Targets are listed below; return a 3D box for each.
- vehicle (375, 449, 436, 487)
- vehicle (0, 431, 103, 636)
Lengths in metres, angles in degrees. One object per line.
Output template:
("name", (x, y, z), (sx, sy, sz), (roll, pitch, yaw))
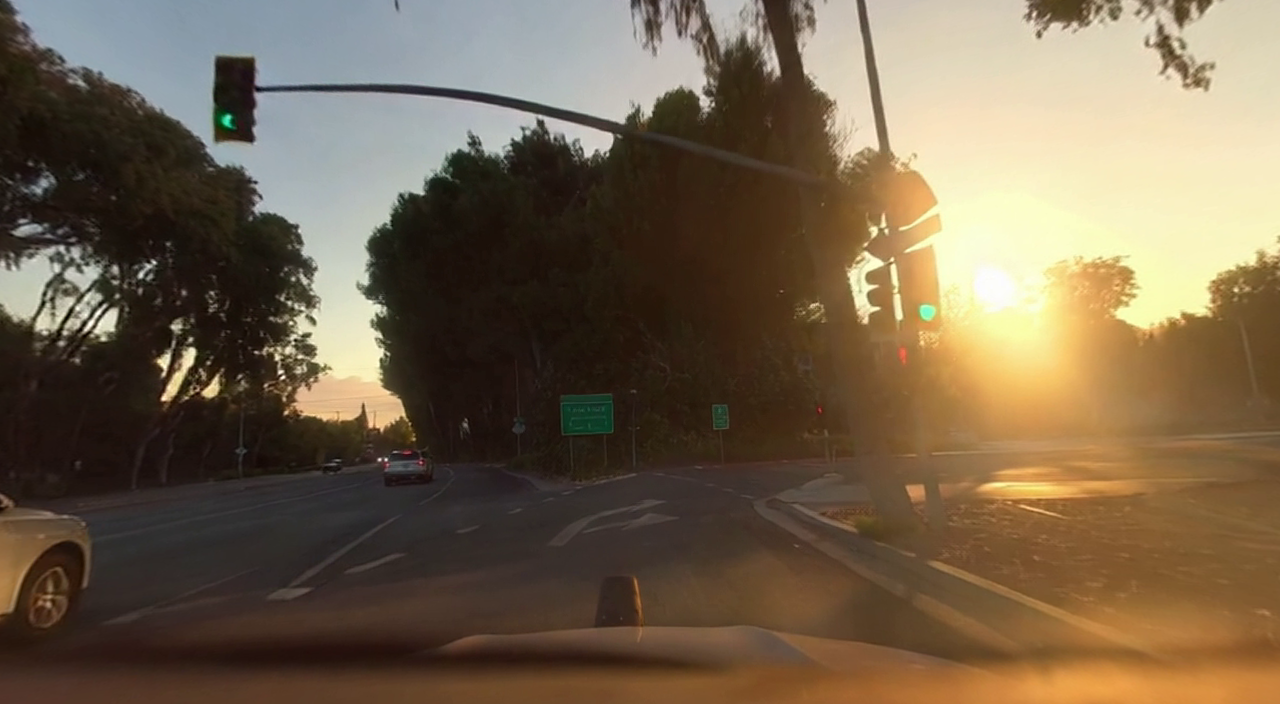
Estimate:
("vehicle", (-11.372, 5.617, 30.963), (2.134, 1.707, 4.471), (2, -9, -12))
("vehicle", (-5.620, 1.187, 3.523), (1.936, 1.542, 4.336), (1, -9, -9))
